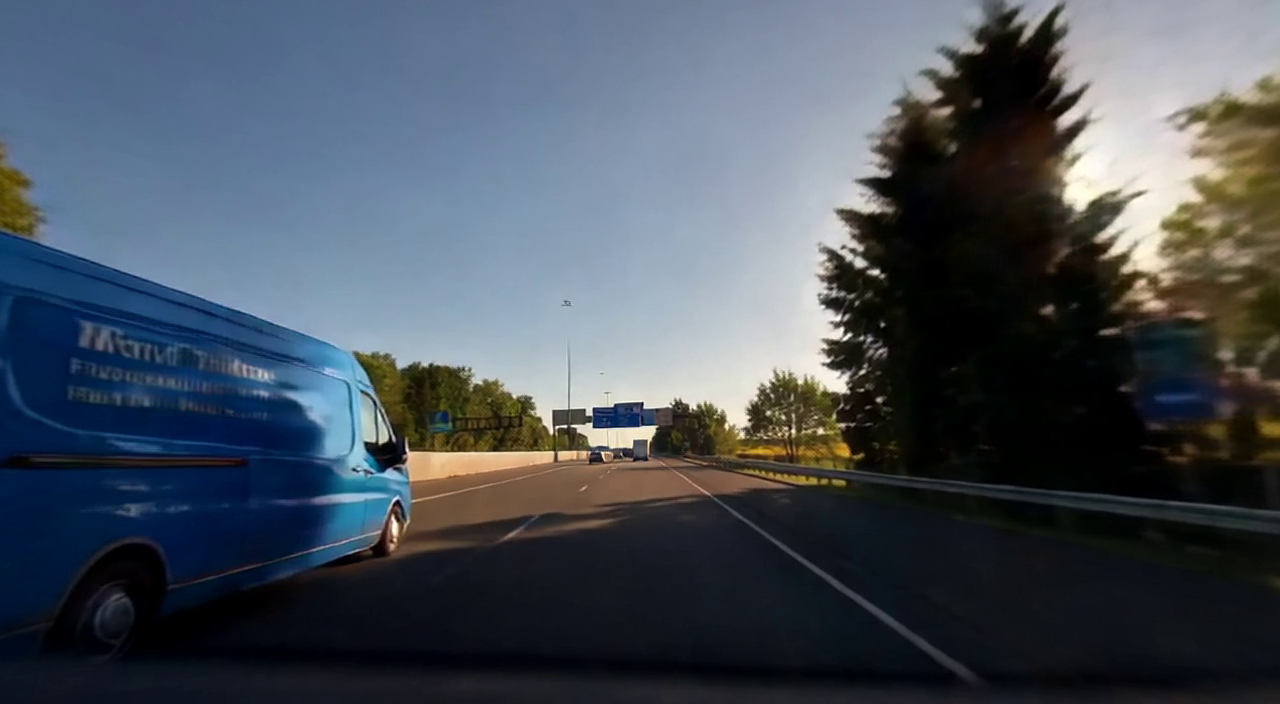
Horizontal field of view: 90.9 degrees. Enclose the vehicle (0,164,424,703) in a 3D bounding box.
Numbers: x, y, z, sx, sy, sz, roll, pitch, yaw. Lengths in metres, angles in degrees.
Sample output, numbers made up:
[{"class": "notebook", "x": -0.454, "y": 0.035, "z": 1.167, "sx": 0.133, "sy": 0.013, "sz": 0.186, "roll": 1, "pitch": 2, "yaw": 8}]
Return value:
[{"class": "vehicle", "x": -4.032, "y": 0.811, "z": 4.849, "sx": 2.320, "sy": 2.636, "sz": 7.021, "roll": 0, "pitch": -9, "yaw": -1}]
